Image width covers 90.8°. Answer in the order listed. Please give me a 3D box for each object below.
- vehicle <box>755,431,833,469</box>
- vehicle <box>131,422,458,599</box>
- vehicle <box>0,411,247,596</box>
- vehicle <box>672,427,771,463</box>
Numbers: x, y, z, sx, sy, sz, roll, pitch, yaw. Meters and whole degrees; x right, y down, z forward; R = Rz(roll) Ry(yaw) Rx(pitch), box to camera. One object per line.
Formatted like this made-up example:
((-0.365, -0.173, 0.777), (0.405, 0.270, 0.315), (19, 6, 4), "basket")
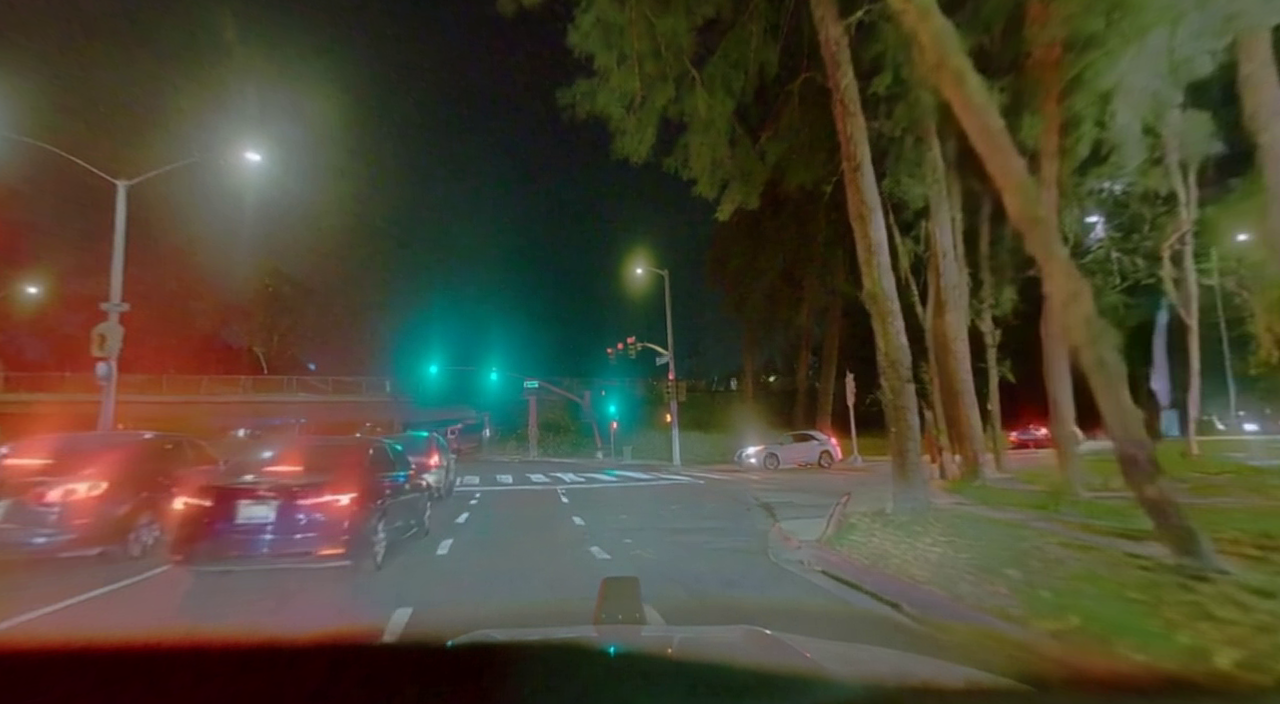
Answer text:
((7.308, 4.599, 29.711), (1.908, 1.622, 4.166), (-7, -11, 38), "vehicle")
((-3.656, 1.716, 7.859), (2.176, 1.489, 4.518), (1, -9, -10), "vehicle")
((-7.087, 1.676, 7.836), (2.057, 1.610, 4.891), (2, -9, -11), "vehicle")
((4.635, 5.334, 36.194), (5.144, 1.954, 2.122), (3, -9, -19), "vehicle")
